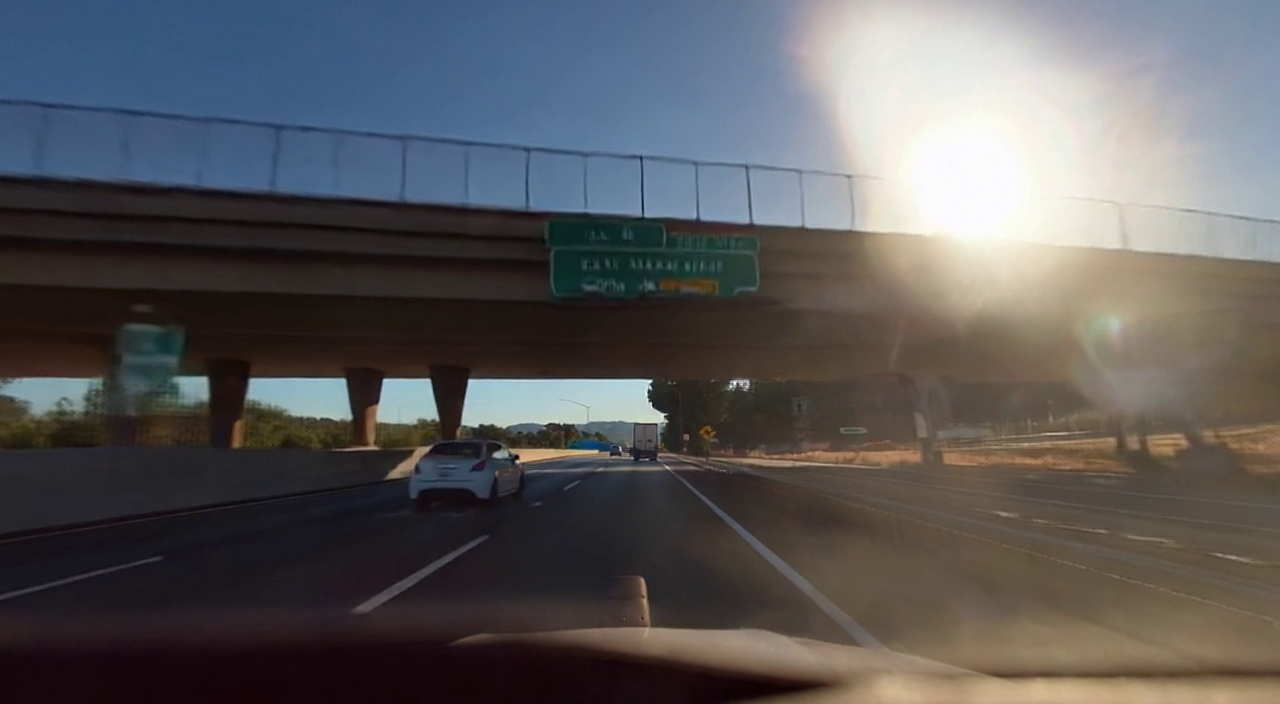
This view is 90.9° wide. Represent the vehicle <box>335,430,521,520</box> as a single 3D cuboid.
[{"bbox_3d":[-4.257,2.587,13.787,2.235,1.593,5.077,0,-9,1],"label":"vehicle"}]
